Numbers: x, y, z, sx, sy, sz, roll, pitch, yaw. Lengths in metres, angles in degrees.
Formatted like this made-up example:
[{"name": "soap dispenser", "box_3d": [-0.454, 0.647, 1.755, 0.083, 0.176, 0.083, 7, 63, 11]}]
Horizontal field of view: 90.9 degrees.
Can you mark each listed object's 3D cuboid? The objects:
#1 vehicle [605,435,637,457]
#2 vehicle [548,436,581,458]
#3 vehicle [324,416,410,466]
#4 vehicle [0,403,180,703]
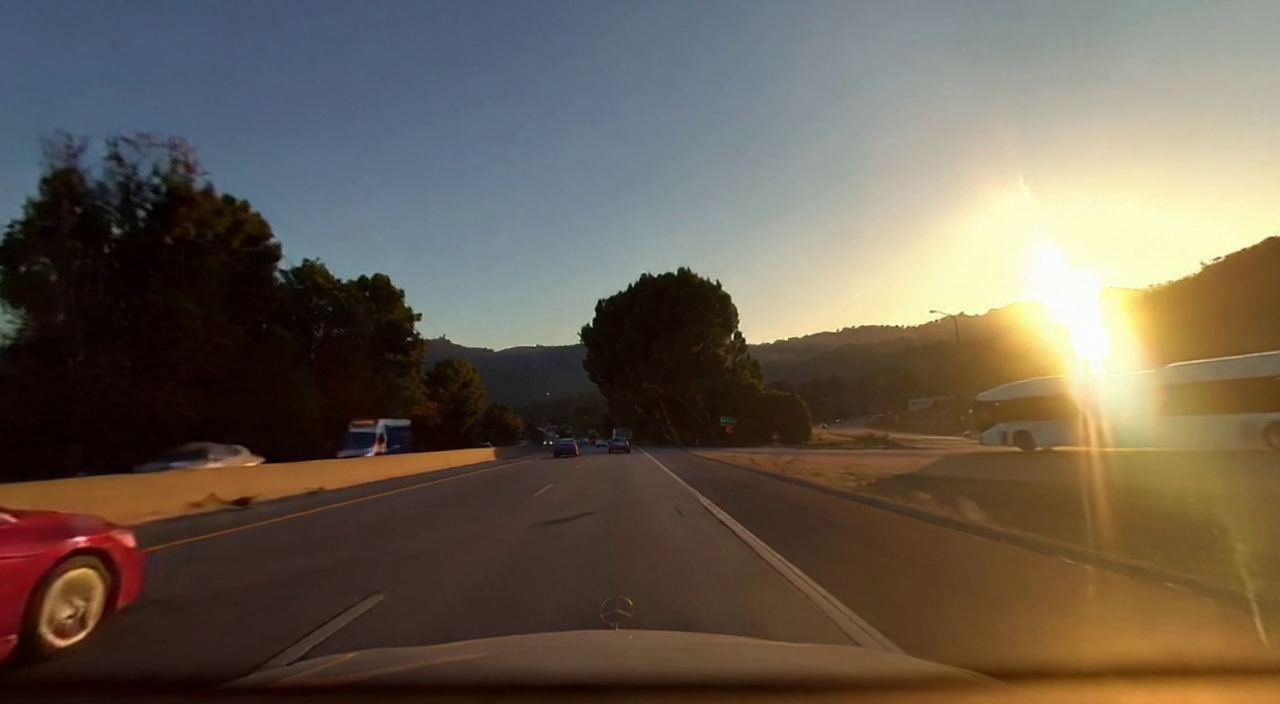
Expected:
[{"name": "vehicle", "box_3d": [-1.315, 6.524, 43.991, 2.162, 1.460, 4.242, 0, -8, -1]}, {"name": "vehicle", "box_3d": [-5.151, 6.509, 43.502, 1.907, 1.445, 4.049, 0, -8, -2]}, {"name": "vehicle", "box_3d": [-17.628, 5.822, 41.243, 2.612, 2.975, 6.965, 0, -8, -1]}, {"name": "vehicle", "box_3d": [-4.041, 0.863, 2.077, 1.958, 1.477, 4.121, 0, -8, -1]}]
